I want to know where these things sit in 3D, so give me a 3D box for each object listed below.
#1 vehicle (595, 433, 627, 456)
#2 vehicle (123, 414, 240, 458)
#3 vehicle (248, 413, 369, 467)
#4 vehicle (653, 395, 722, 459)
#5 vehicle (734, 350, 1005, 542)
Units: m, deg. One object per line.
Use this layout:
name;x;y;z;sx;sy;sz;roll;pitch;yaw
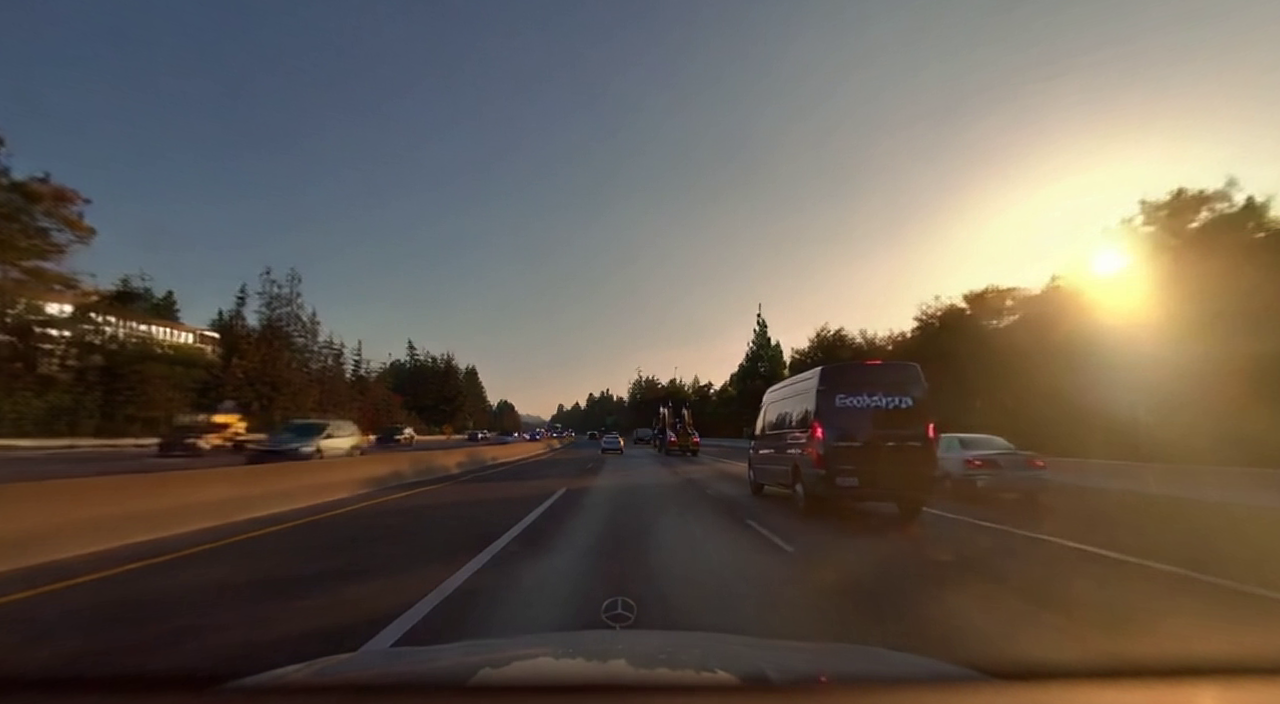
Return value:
vehicle;-2.076;6.623;45.228;2.217;1.502;4.222;0;-8;-2
vehicle;-22.576;4.188;31.347;2.076;1.998;5.184;0;-8;-3
vehicle;-11.491;3.090;22.257;2.046;1.697;4.190;0;-8;-1
vehicle;2.894;5.052;41.772;2.912;3.738;10.123;0;-8;-5
vehicle;3.449;1.609;11.257;2.386;2.509;5.880;0;-8;-2
